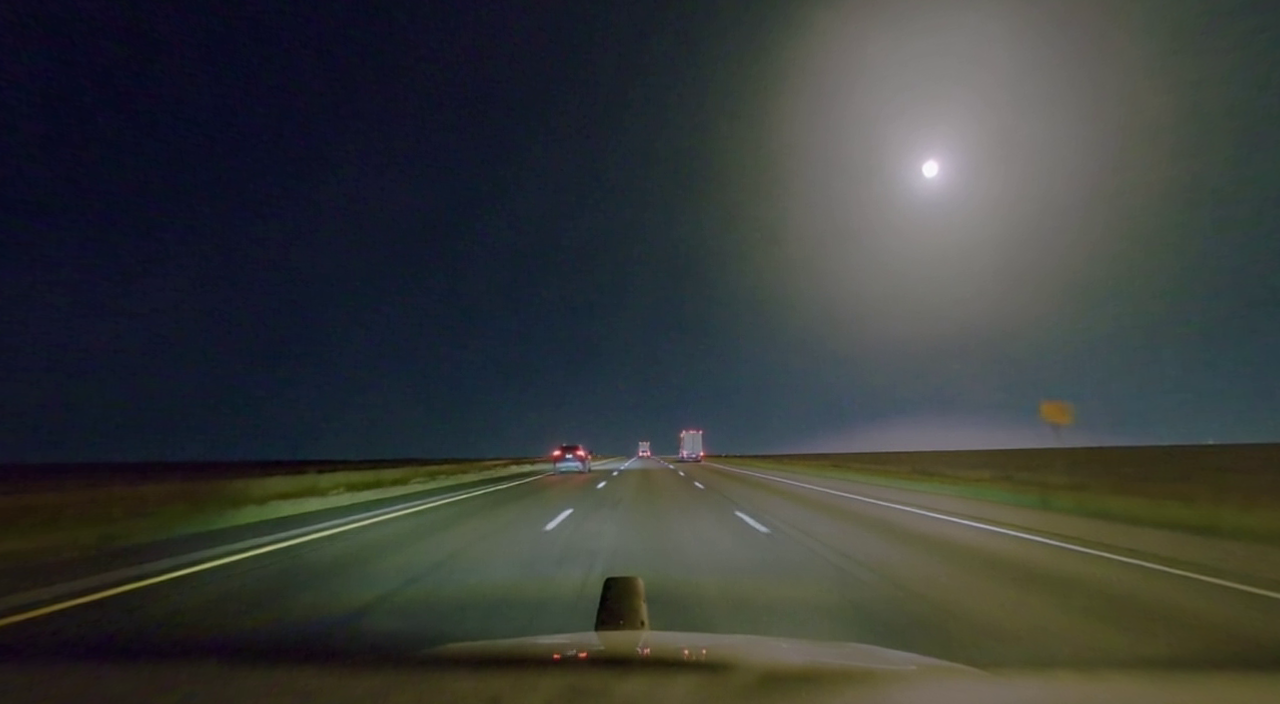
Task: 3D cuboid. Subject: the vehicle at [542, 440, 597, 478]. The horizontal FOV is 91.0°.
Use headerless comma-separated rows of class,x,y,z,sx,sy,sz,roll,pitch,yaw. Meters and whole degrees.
vehicle,-3.345,5.157,30.550,2.070,1.707,4.309,0,-9,1
